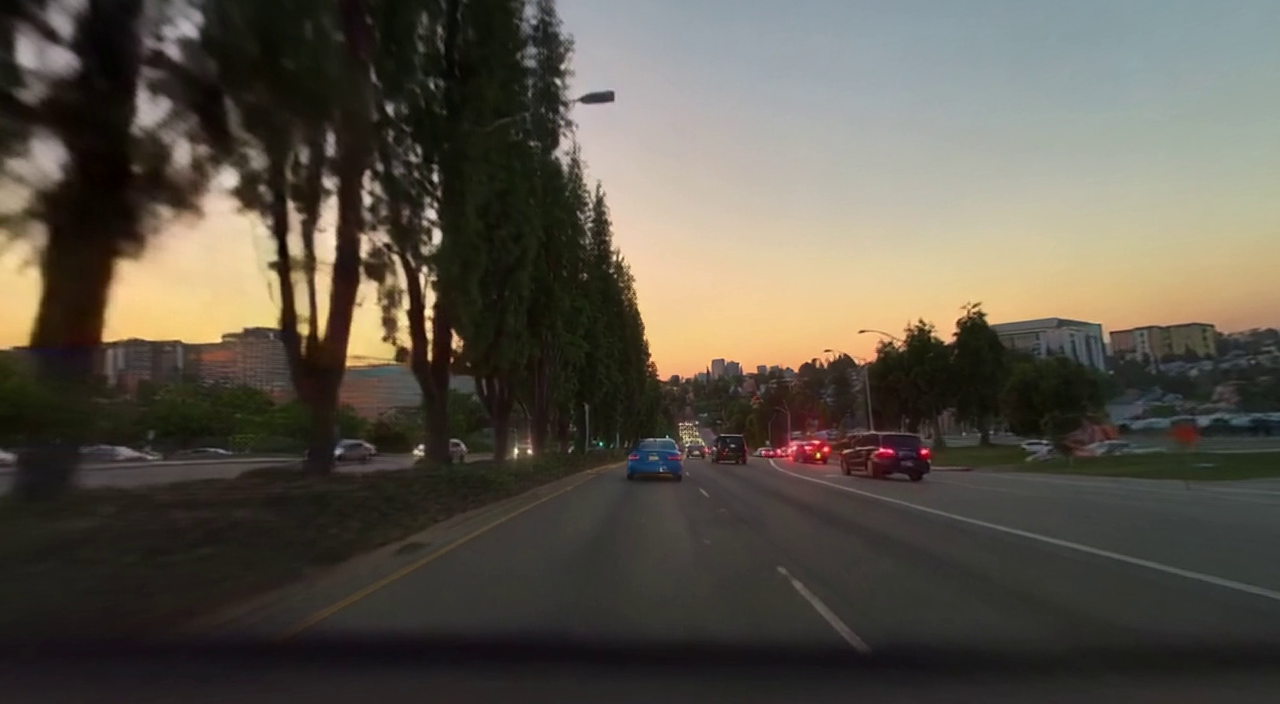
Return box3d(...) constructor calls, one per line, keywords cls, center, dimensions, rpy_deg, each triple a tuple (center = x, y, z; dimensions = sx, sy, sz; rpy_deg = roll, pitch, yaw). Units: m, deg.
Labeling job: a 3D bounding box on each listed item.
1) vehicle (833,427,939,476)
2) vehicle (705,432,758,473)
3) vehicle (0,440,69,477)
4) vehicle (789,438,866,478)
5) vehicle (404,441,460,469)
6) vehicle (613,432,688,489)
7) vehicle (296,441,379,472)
box3d(cls="vehicle", center=(11.527, 4.749, 30.256), dimensions=(2.493, 2.084, 6.892), rpy_deg=(0, -8, 1))
box3d(cls="vehicle", center=(4.308, 4.814, 30.233), dimensions=(1.976, 1.796, 4.159), rpy_deg=(0, -8, 1))
box3d(cls="vehicle", center=(-27.487, 4.621, 27.315), dimensions=(3.405, 1.540, 1.782), rpy_deg=(2, -9, -8))
box3d(cls="vehicle", center=(7.682, 4.366, 26.205), dimensions=(1.928, 1.488, 4.361), rpy_deg=(0, -8, 1))
box3d(cls="vehicle", center=(-12.473, 6.173, 38.014), dimensions=(1.869, 1.549, 4.675), rpy_deg=(1, -8, -1))
box3d(cls="vehicle", center=(0.352, 3.414, 20.189), dimensions=(2.145, 1.603, 4.369), rpy_deg=(0, -8, 1))
box3d(cls="vehicle", center=(-15.984, 5.518, 33.561), dimensions=(2.036, 1.524, 4.590), rpy_deg=(0, -8, 1))
